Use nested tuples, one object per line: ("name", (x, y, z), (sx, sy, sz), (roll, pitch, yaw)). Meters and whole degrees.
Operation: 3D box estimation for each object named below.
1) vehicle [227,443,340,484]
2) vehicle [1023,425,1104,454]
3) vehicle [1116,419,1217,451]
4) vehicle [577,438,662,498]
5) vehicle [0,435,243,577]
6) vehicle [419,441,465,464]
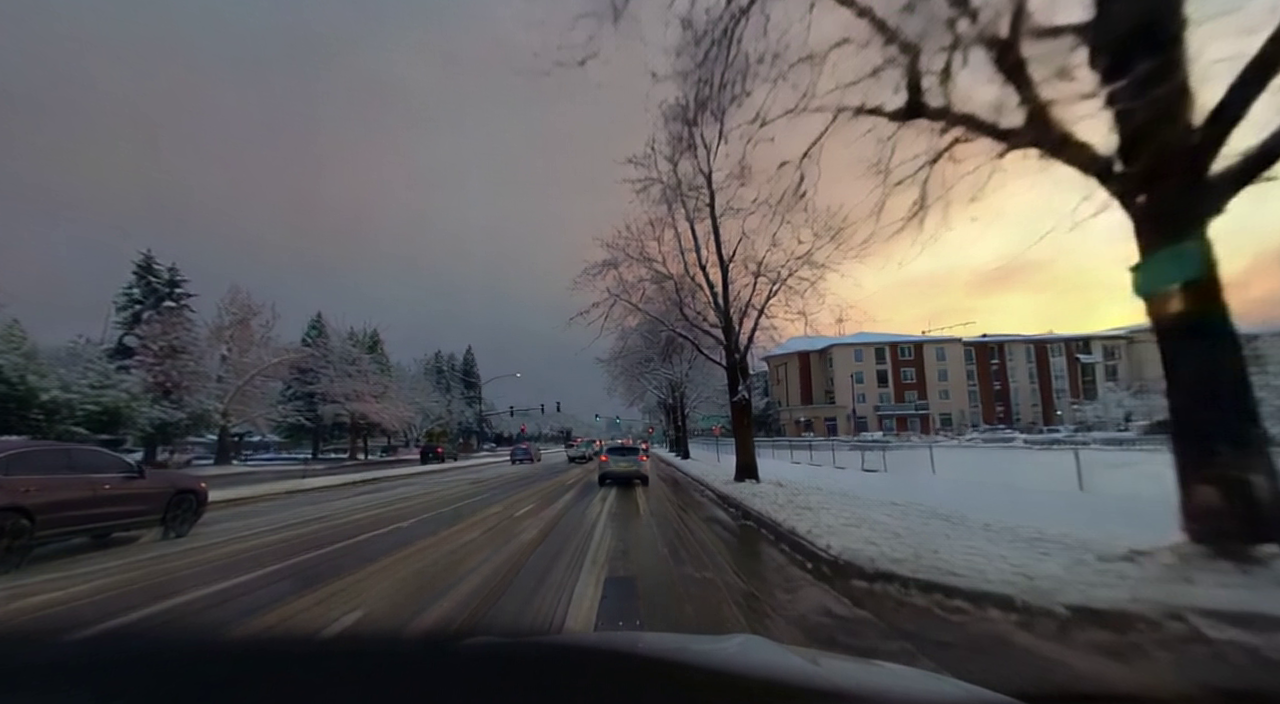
("vehicle", (-14.361, 4.498, 25.821), (2.024, 1.484, 4.592), (1, -9, -1))
("vehicle", (24.835, 5.181, 37.142), (3.437, 1.408, 1.759), (-3, -9, -5))
("vehicle", (26.599, 4.203, 31.982), (3.512, 1.415, 1.722), (-2, -9, -4))
("vehicle", (-0.550, 3.218, 17.890), (2.099, 1.469, 4.389), (0, -9, -1))
("vehicle", (-7.544, 1.829, 8.116), (1.906, 1.449, 4.576), (0, -9, 0))
("vehicle", (-15.107, 7.701, 48.452), (2.064, 1.686, 4.380), (0, -9, 0))
